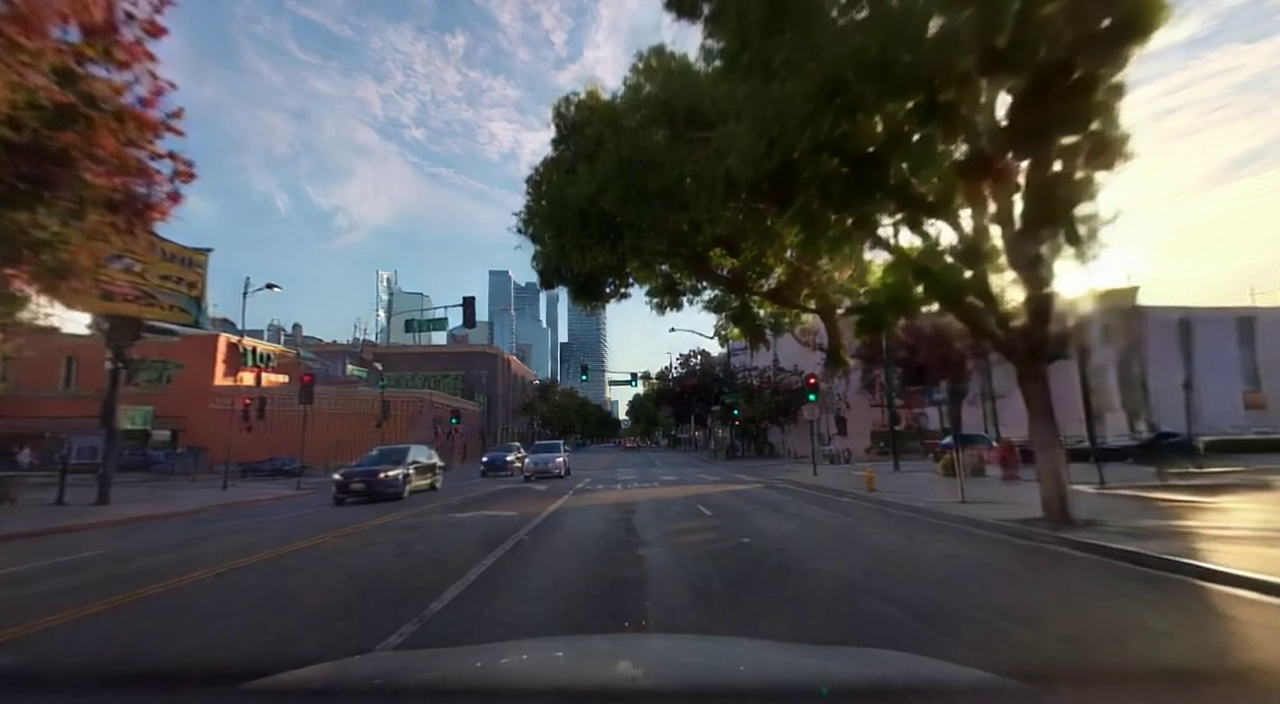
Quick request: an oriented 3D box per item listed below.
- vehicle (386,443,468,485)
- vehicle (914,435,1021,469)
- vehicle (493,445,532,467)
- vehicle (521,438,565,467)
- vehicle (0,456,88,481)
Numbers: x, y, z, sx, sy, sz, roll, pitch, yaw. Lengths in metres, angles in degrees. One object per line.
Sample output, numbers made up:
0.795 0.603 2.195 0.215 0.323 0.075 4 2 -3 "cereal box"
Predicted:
-8.727 4.590 26.198 1.978 1.561 3.907 0 -8 1 "vehicle"
16.628 5.091 32.128 4.299 1.679 2.011 0 -8 -1 "vehicle"
-9.405 7.708 46.734 2.071 1.534 4.025 0 -8 0 "vehicle"
-6.205 6.508 40.878 2.041 1.756 4.392 0 -8 1 "vehicle"
-36.972 7.121 38.633 4.338 1.447 1.985 0 -8 0 "vehicle"
